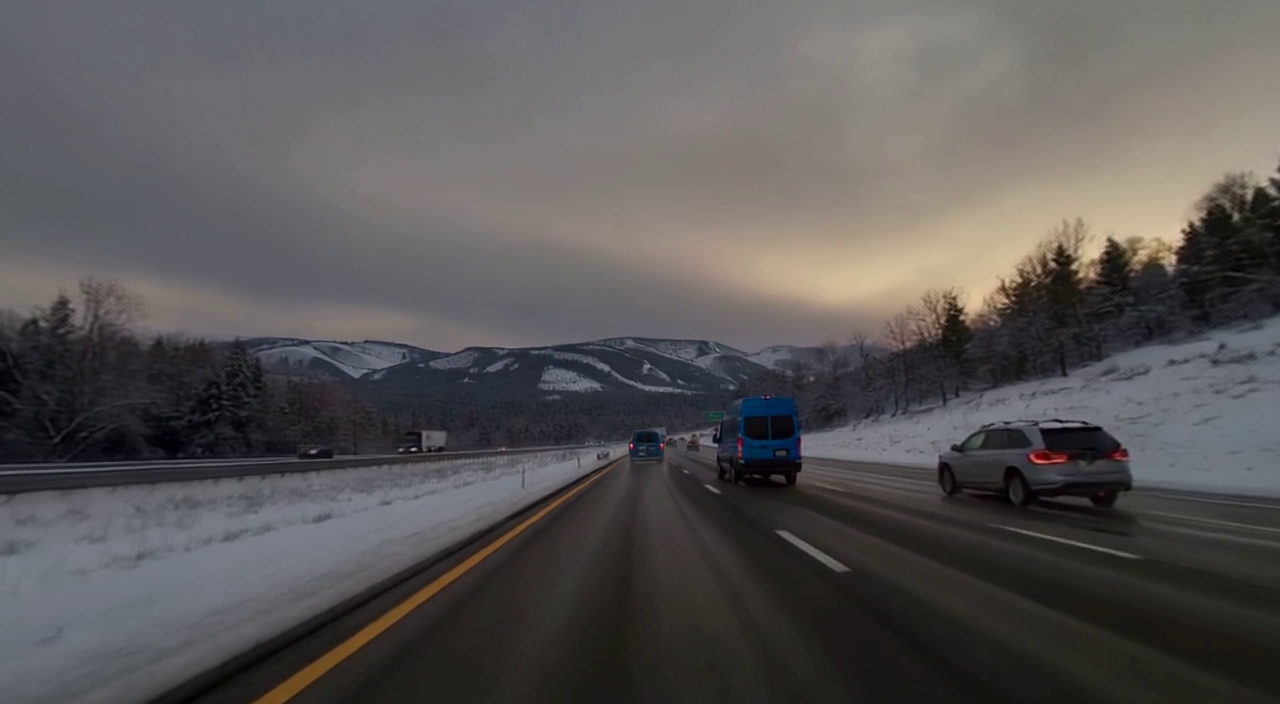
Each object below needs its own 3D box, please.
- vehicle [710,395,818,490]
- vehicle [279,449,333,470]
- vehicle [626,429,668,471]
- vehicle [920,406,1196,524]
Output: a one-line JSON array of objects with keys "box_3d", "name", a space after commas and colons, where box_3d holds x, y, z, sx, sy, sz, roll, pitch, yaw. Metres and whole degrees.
[{"box_3d": [3.862, 3.011, 21.037, 2.302, 2.670, 6.176, 0, -8, 0], "name": "vehicle"}, {"box_3d": [-26.274, 8.418, 49.752, 1.802, 1.546, 4.238, 0, -8, 1], "name": "vehicle"}, {"box_3d": [0.389, 5.379, 34.699, 2.131, 2.122, 4.473, 0, -8, 1], "name": "vehicle"}, {"box_3d": [7.951, 2.205, 12.829, 2.240, 1.925, 4.854, 0, -8, 0], "name": "vehicle"}]
